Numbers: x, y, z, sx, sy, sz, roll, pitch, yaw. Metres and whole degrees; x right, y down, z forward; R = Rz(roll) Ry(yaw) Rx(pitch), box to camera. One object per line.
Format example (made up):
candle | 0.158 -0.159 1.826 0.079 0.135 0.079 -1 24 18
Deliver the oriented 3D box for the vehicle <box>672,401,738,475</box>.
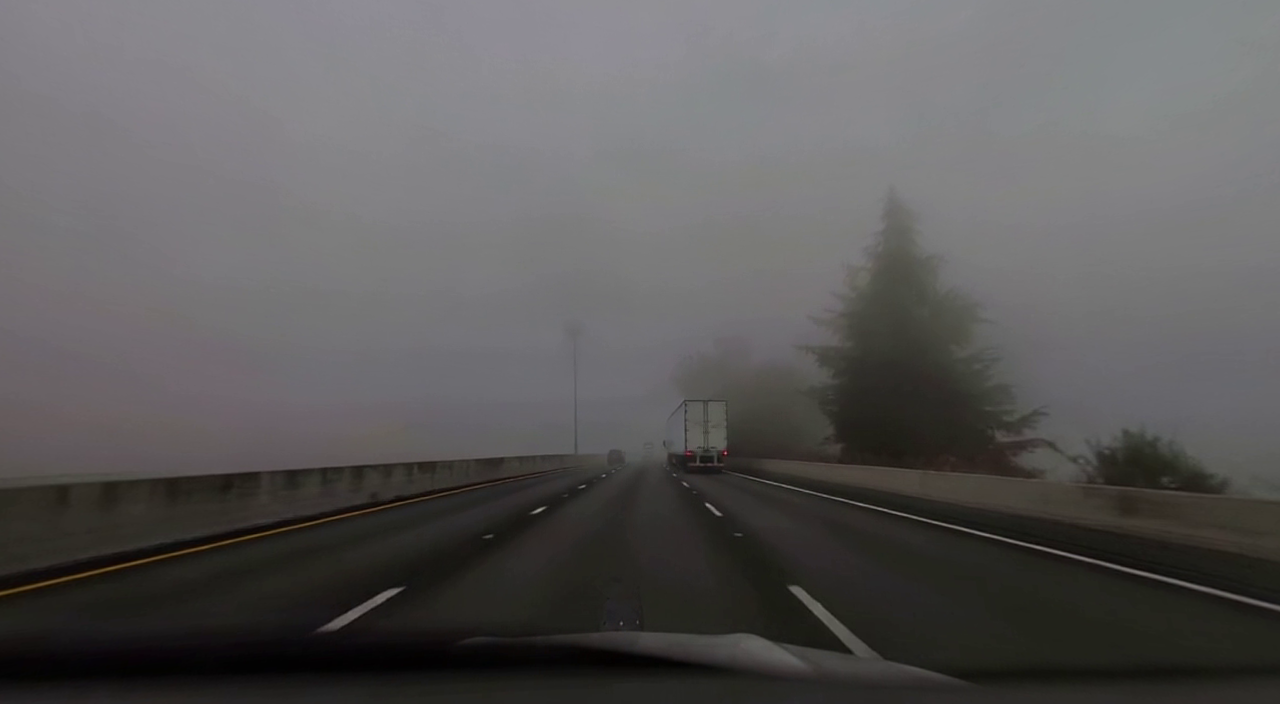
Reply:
vehicle | 3.898 5.839 41.680 2.901 4.032 14.338 0 -9 0

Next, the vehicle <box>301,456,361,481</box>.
vehicle | -20.039 7.557 41.108 1.787 1.474 4.070 0 -9 2
